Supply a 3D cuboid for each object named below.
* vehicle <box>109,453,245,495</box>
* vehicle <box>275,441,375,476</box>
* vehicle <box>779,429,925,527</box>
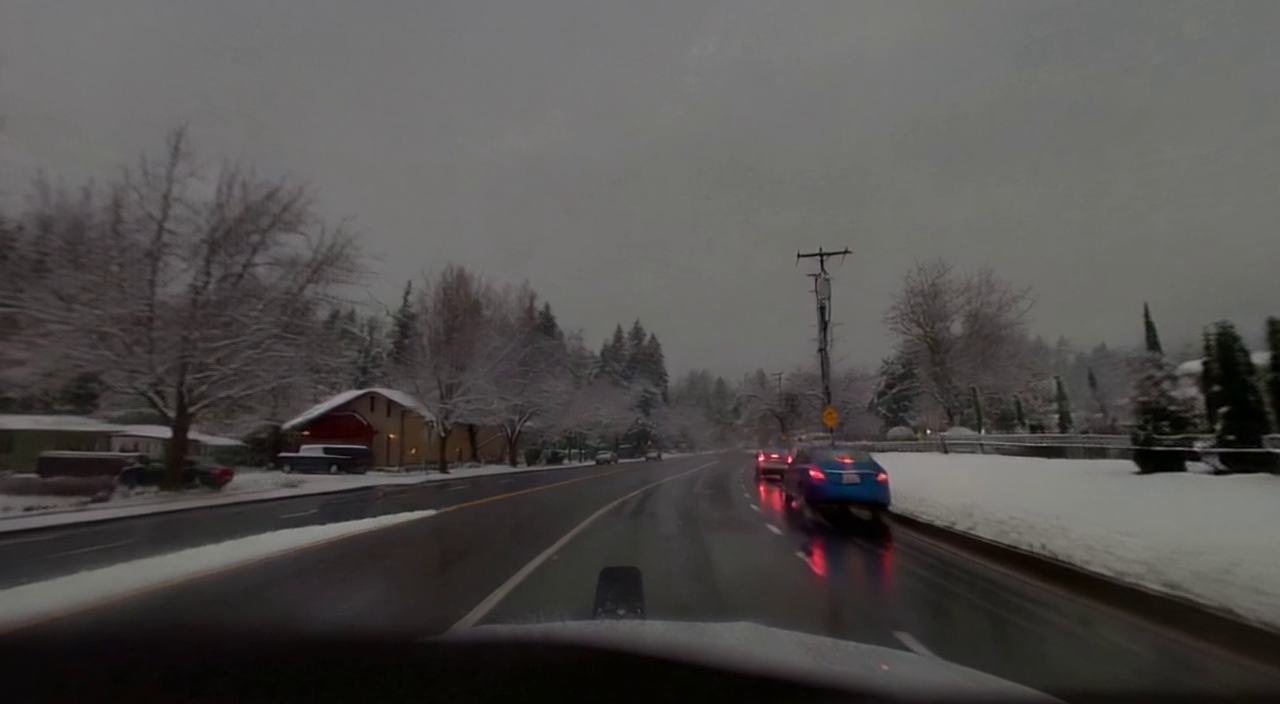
[{"bbox_3d":[-18.326,4.787,25.087,4.284,1.549,1.828,-2,-9,11],"label":"vehicle"},{"bbox_3d":[-19.568,6.613,39.372,5.134,2.110,2.040,-1,-9,5],"label":"vehicle"},{"bbox_3d":[4.419,2.674,13.973,1.989,1.782,4.351,-1,-9,4],"label":"vehicle"}]
